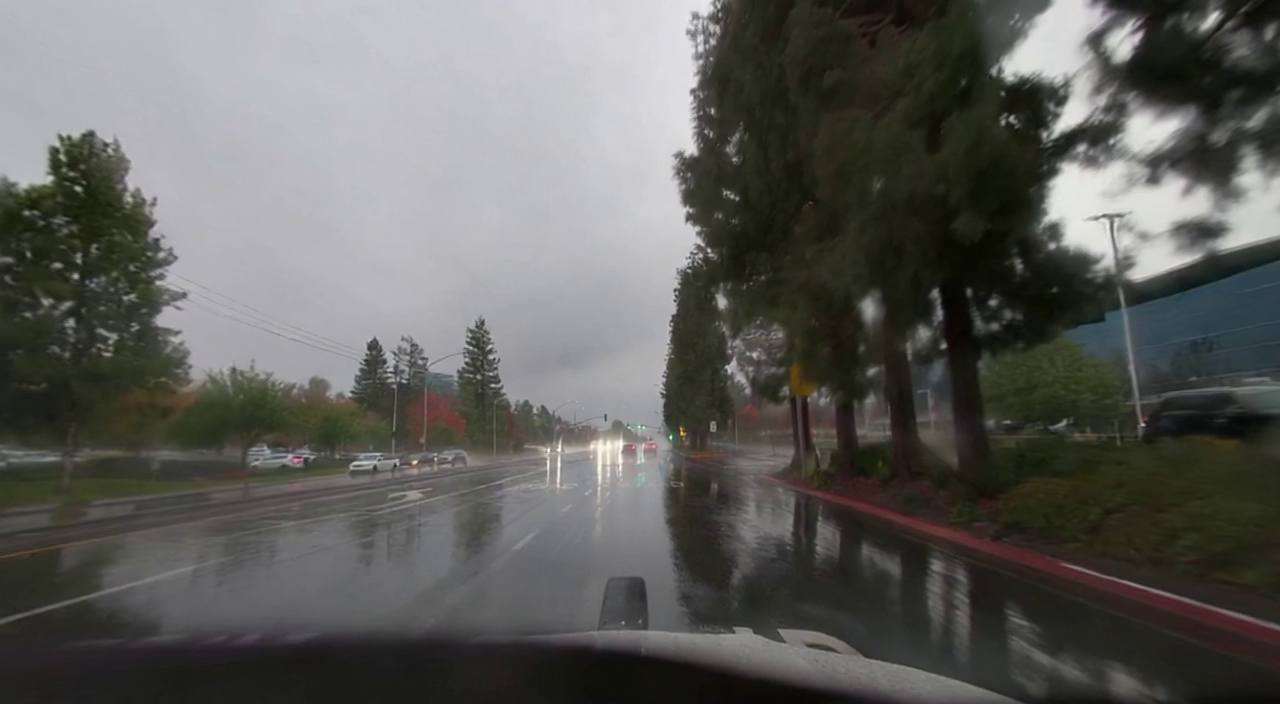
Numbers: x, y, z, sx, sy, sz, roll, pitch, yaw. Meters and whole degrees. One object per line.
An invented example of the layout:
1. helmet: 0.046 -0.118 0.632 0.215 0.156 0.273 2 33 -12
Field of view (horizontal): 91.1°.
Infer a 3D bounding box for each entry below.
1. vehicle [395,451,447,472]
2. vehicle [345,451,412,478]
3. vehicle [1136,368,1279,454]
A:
1. vehicle: -16.894 8.481 48.731 1.955 1.486 5.112 0 -8 3
2. vehicle: -16.862 7.263 40.780 2.014 1.515 5.027 0 -8 2
3. vehicle: 12.527 1.229 12.374 2.032 1.528 4.191 0 -8 0
